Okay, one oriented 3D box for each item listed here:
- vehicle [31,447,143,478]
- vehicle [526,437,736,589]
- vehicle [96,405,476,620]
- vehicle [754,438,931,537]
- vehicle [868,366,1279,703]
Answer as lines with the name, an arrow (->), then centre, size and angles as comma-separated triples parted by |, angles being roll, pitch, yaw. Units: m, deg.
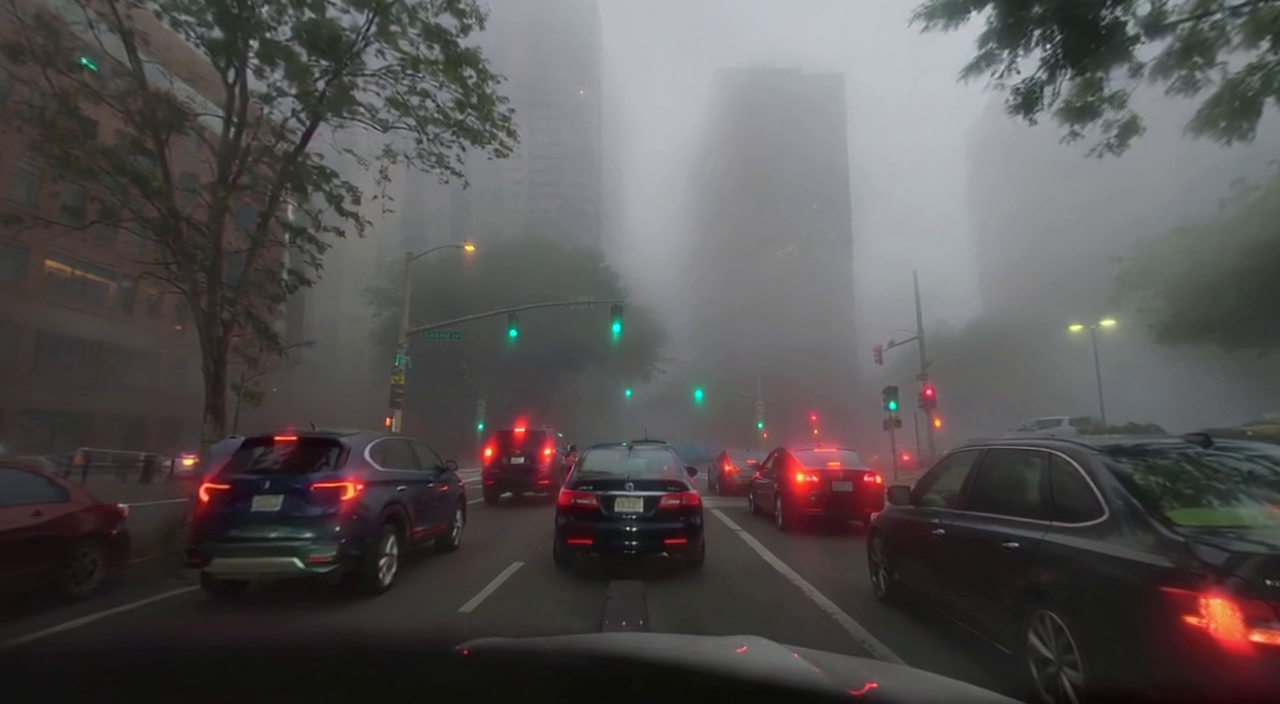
vehicle -> -28.287, 5.644, 32.340 | 4.102, 1.425, 1.724 | 1, -9, 3
vehicle -> -0.078, 1.845, 8.056 | 2.031, 1.461, 3.763 | 0, -8, 0
vehicle -> -3.501, 1.646, 7.488 | 2.046, 1.744, 4.407 | 0, -8, -2
vehicle -> 3.594, 2.461, 12.199 | 1.973, 1.537, 4.533 | 0, -8, 1
vehicle -> 3.361, 1.145, 4.081 | 2.179, 1.631, 4.173 | 0, -8, 0
